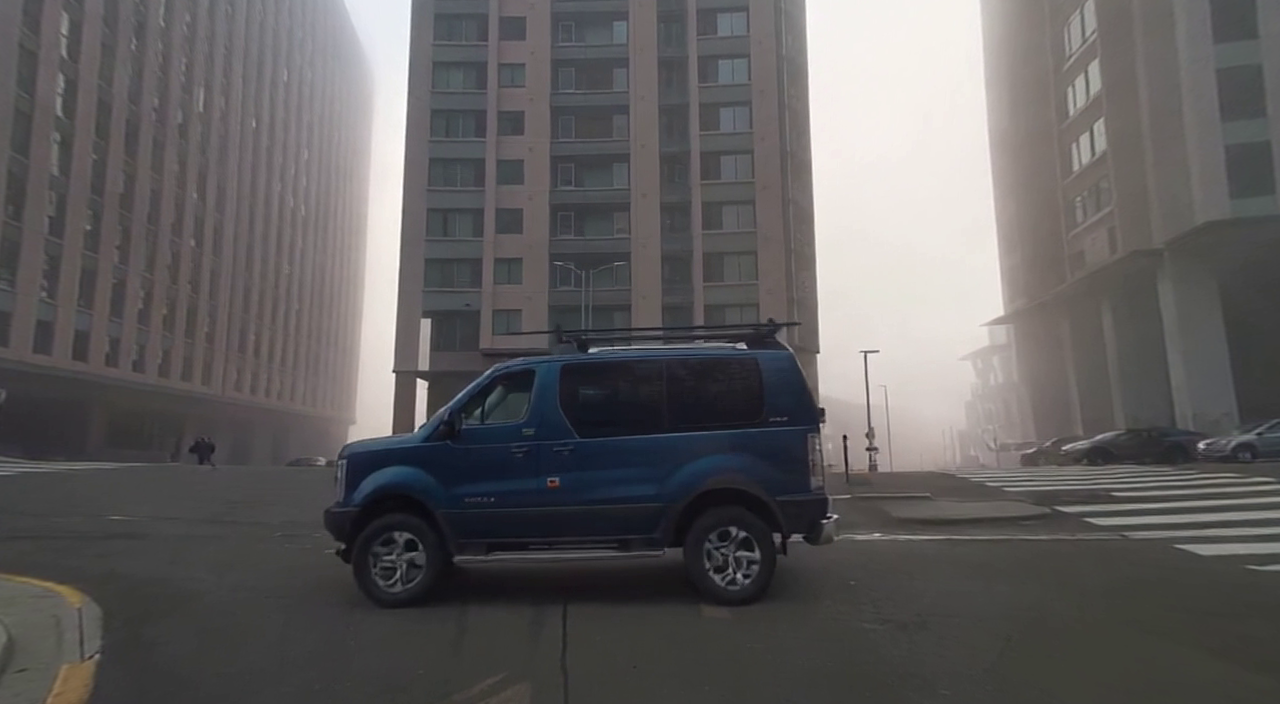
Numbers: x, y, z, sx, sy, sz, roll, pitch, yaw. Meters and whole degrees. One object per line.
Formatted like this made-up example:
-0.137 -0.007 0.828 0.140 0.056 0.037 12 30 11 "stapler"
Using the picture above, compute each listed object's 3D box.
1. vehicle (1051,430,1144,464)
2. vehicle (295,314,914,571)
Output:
24.526 5.119 33.928 3.827 1.677 1.898 -6 -10 33 "vehicle"
-0.447 1.182 8.386 6.932 2.753 2.446 -1 -9 6 "vehicle"
